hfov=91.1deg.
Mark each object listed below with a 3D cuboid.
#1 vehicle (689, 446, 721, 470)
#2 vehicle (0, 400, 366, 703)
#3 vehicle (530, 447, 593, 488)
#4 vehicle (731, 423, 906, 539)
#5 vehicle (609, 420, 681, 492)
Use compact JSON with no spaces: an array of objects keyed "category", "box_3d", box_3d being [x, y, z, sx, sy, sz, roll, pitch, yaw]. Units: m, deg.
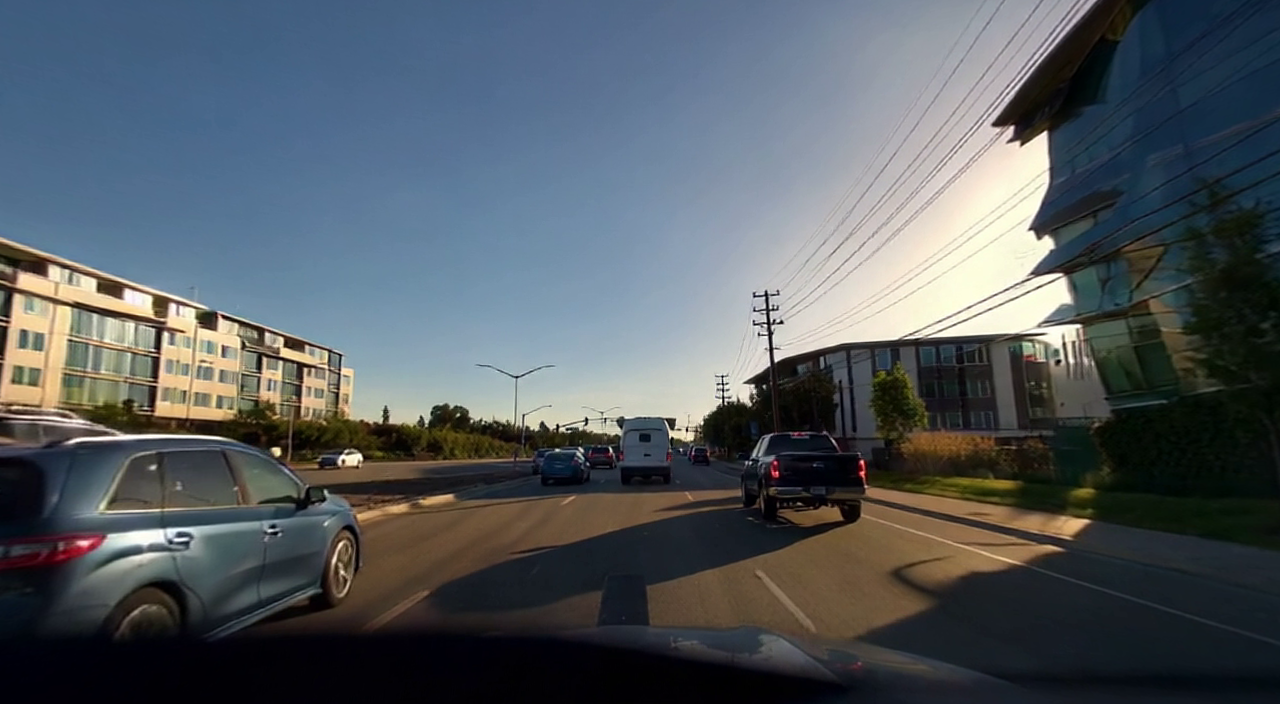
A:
[{"category":"vehicle","box_3d":[4.721,7.787,46.262,2.092,1.696,4.218,0,-9,2]},{"category":"vehicle","box_3d":[-3.608,1.242,4.025,1.934,1.643,3.718,0,-9,1]},{"category":"vehicle","box_3d":[-3.268,4.885,26.958,1.984,1.567,4.311,0,-9,2]},{"category":"vehicle","box_3d":[3.313,2.497,12.809,2.283,1.923,4.427,0,-8,0]},{"category":"vehicle","box_3d":[0.322,3.969,24.244,2.457,2.440,5.486,0,-9,3]}]
